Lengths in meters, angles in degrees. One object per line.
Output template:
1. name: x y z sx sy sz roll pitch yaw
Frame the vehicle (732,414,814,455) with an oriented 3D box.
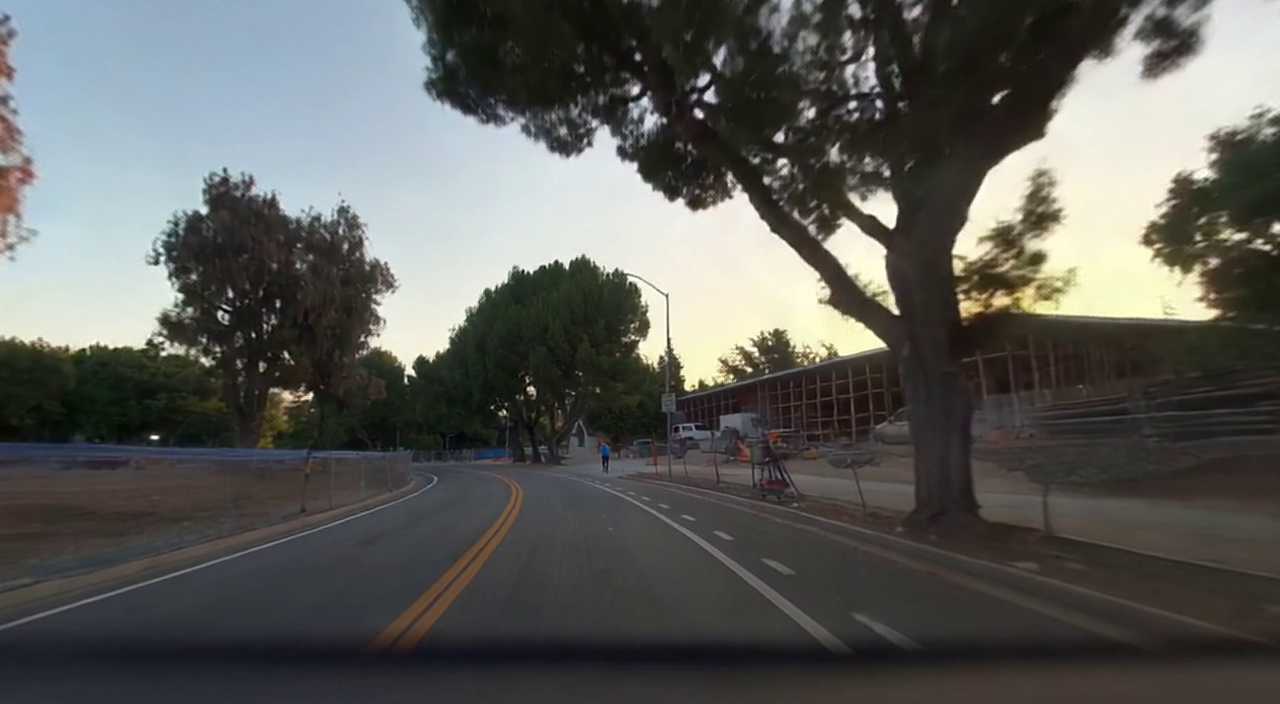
1. vehicle: 6.406 4.022 30.598 3.451 1.504 1.652 7 -12 -8

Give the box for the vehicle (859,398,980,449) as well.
1. vehicle: 8.635 2.302 19.853 1.635 1.445 3.563 1 -9 -11

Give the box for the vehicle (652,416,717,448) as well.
1. vehicle: 3.226 5.743 45.278 4.180 1.880 2.028 11 -11 -32

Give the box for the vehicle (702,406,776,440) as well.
1. vehicle: 5.958 4.314 38.223 3.916 1.765 1.785 -2 -8 -17
